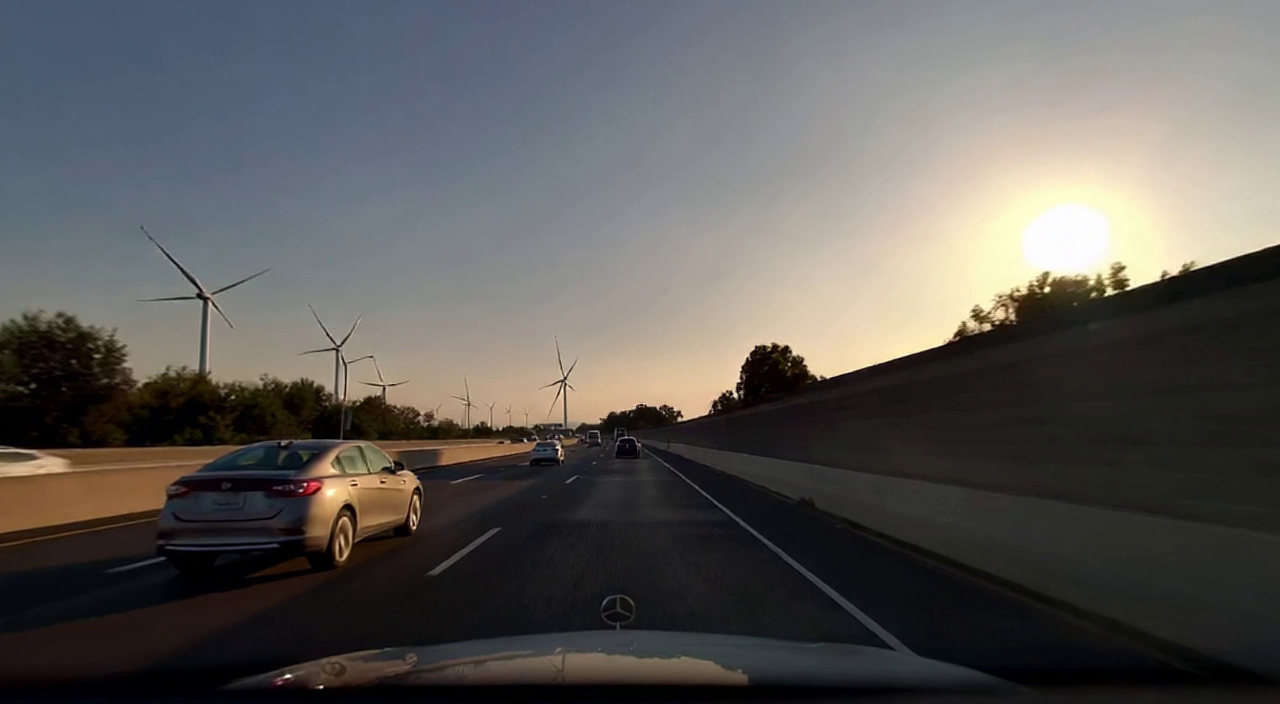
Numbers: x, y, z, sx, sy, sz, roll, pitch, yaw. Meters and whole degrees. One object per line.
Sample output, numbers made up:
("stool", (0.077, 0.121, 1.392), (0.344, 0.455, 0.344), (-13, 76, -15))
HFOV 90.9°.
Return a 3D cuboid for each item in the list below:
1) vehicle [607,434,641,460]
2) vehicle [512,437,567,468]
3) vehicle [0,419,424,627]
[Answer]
("vehicle", (-0.980, 5.878, 39.109), (2.027, 1.550, 3.607), (0, -8, -1))
("vehicle", (-4.820, 4.863, 30.779), (2.059, 1.436, 3.802), (0, -8, -1))
("vehicle", (-4.151, 1.533, 6.864), (1.998, 1.468, 4.635), (0, -8, -1))
